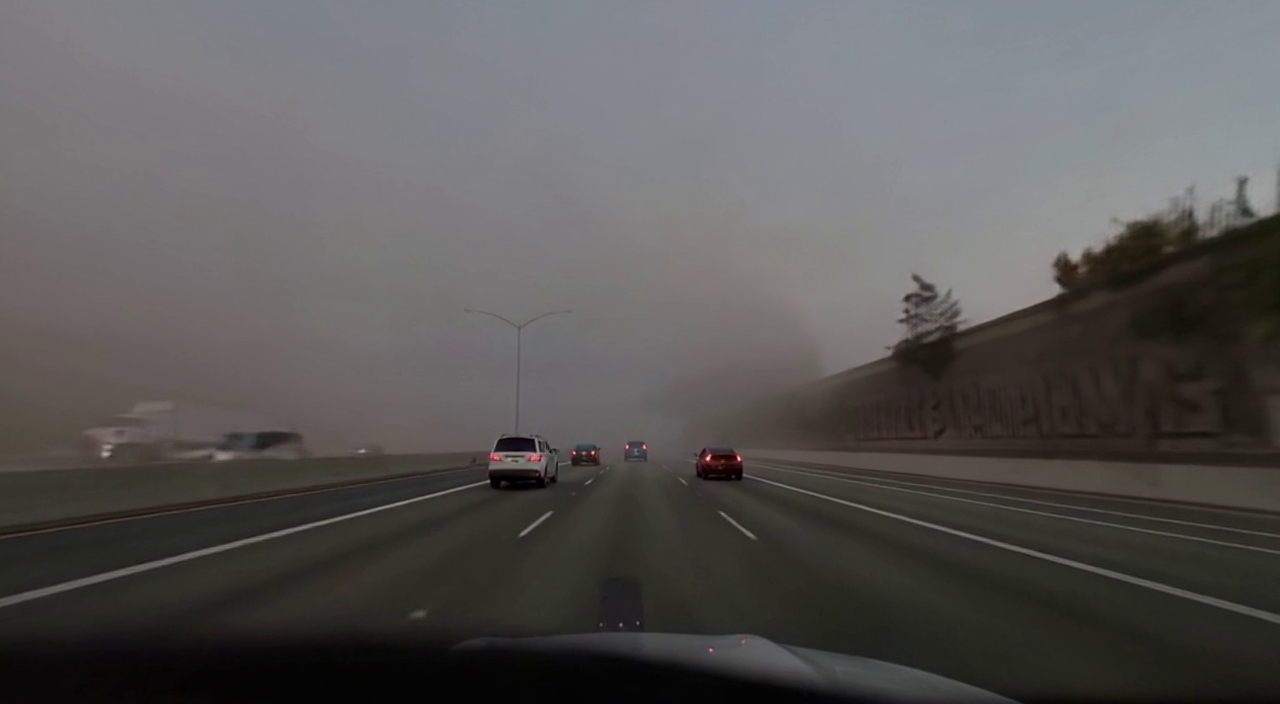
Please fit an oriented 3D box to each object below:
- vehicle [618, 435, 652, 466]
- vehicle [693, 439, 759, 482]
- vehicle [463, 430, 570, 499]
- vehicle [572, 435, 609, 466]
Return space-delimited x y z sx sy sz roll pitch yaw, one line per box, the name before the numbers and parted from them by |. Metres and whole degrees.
vehicle | -0.347 7.566 48.589 2.485 2.215 5.199 0 -9 1
vehicle | 3.689 4.767 27.962 2.224 1.752 4.487 0 -9 -1
vehicle | -3.627 3.425 19.696 2.184 1.819 5.441 0 -9 1
vehicle | -3.589 7.320 46.864 2.378 2.214 4.352 0 -9 0
